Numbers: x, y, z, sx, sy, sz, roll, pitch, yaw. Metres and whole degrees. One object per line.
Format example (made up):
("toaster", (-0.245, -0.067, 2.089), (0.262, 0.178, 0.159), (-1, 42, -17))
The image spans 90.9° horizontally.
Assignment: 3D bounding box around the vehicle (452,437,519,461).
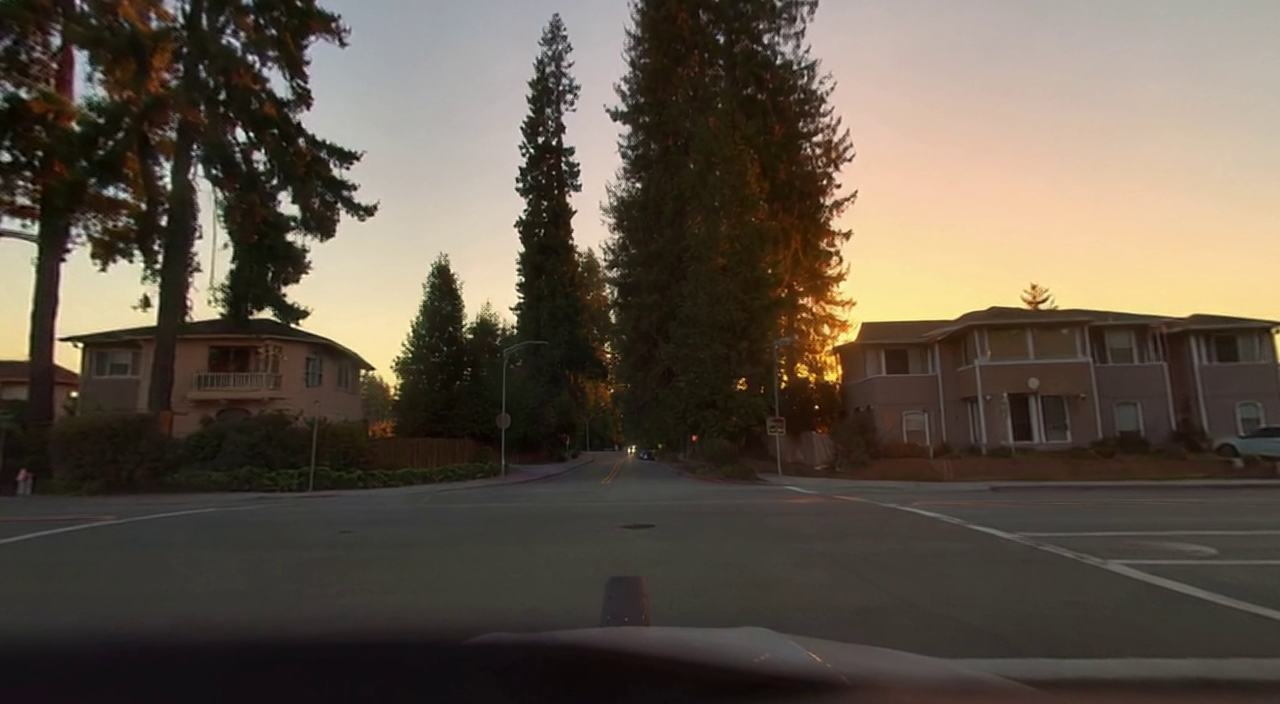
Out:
("vehicle", (-11.736, 7.397, 48.065), (4.622, 1.782, 1.836), (0, -9, 1))
